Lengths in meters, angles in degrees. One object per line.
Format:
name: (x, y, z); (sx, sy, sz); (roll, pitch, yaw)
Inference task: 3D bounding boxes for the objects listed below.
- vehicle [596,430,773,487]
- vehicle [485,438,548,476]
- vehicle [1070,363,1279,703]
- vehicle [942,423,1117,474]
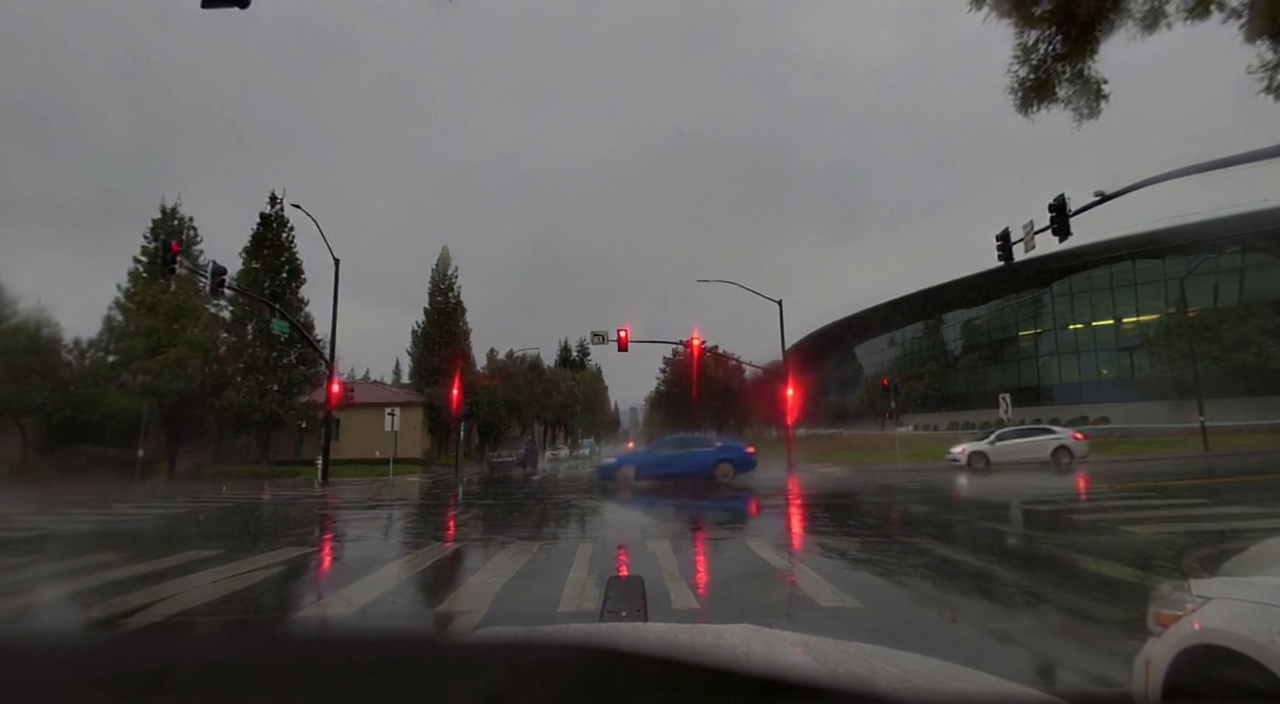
vehicle: (1.160, 2.924, 17.396); (4.613, 1.443, 1.883); (0, -8, 1)
vehicle: (-5.954, 5.100, 30.770); (2.115, 1.690, 4.322); (0, -8, 1)
vehicle: (2.892, 0.669, 0.829); (1.947, 1.576, 3.825); (0, -8, 1)
vehicle: (13.084, 3.296, 21.416); (4.551, 1.625, 2.053); (-2, -8, 10)
